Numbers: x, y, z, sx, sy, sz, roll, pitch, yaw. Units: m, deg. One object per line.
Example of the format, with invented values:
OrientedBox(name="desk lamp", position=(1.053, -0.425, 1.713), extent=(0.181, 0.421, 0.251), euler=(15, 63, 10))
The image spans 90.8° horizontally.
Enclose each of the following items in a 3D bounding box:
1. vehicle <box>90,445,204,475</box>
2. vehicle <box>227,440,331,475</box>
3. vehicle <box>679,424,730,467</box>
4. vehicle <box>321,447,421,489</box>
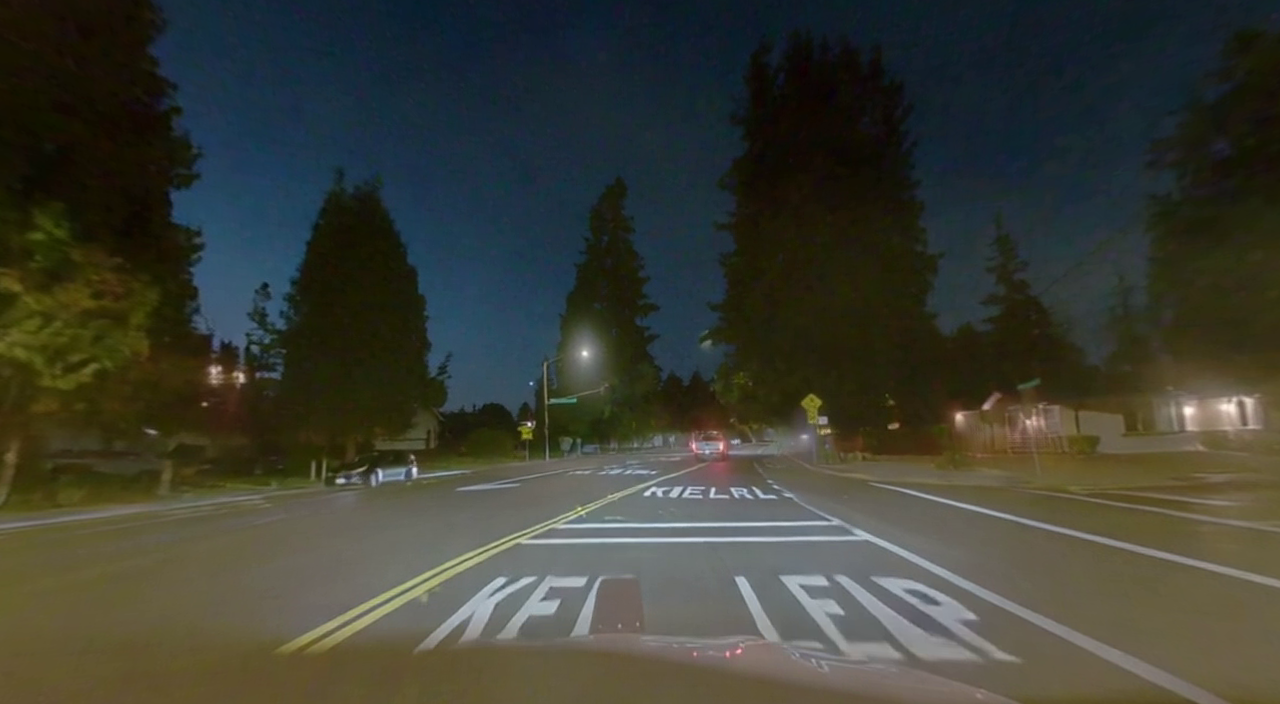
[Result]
OrientedBox(name="vehicle", position=(-24.992, 5.473, 32.127), extent=(4.268, 1.409, 1.897), euler=(-1, -8, 4))
OrientedBox(name="vehicle", position=(-18.564, 5.428, 32.622), extent=(4.168, 1.735, 1.925), euler=(-1, -8, 2))
OrientedBox(name="vehicle", position=(3.315, 4.692, 31.638), extent=(2.153, 1.942, 4.767), euler=(-2, -9, 10))
OrientedBox(name="vehicle", position=(-11.454, 4.933, 27.327), extent=(1.873, 1.508, 4.483), euler=(-3, -7, 9))
